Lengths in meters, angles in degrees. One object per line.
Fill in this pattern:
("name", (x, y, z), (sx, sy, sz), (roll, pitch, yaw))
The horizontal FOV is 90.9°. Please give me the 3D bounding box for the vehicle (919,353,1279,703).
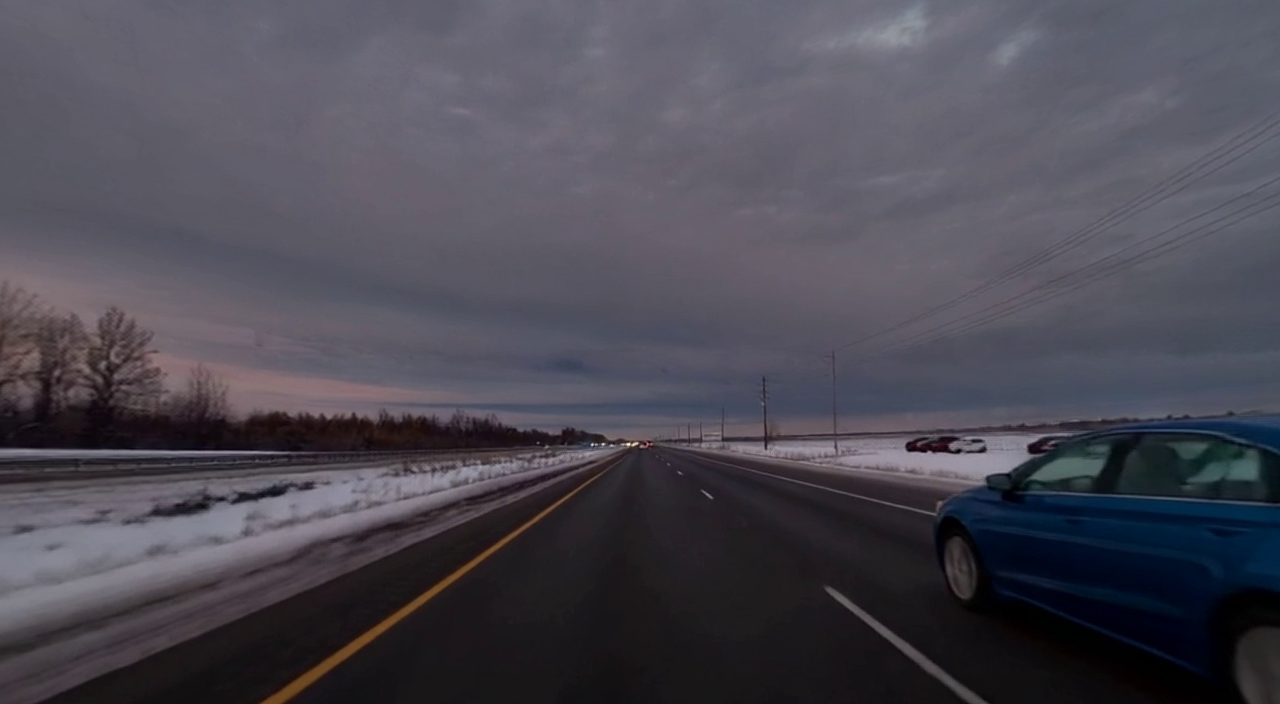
("vehicle", (3.552, 0.959, 3.302), (2.044, 1.658, 4.640), (0, -8, 0))
